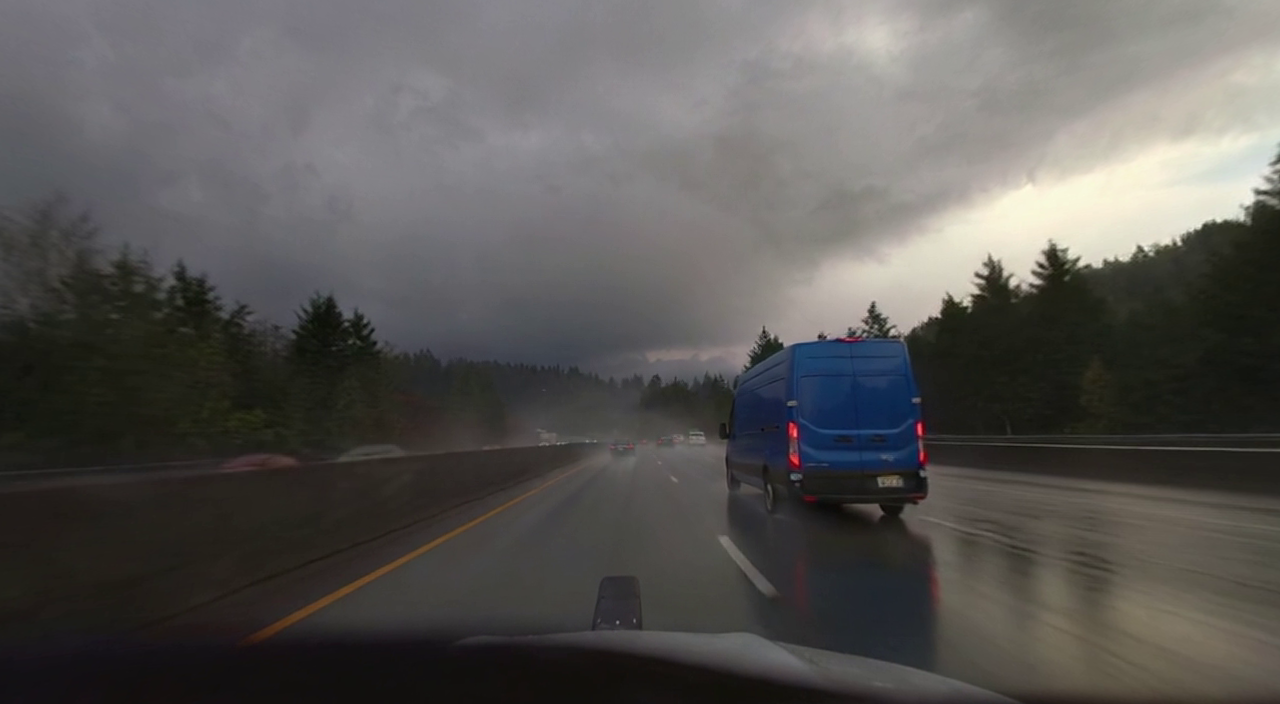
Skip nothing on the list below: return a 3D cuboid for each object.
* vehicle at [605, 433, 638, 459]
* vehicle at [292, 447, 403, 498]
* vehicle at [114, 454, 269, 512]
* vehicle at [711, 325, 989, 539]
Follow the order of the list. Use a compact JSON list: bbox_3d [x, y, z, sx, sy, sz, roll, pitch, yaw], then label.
[{"bbox_3d":[-1.128,5.727,38.537,1.900,1.524,4.324,0,-8,-1],"label":"vehicle"},{"bbox_3d":[-10.123,4.174,22.187,1.841,1.493,4.407,0,-8,0],"label":"vehicle"},{"bbox_3d":[-14.010,4.071,20.021,1.827,1.504,4.242,0,-8,0],"label":"vehicle"},{"bbox_3d":[2.947,1.427,11.304,2.416,2.595,7.243,0,-8,-1],"label":"vehicle"}]
